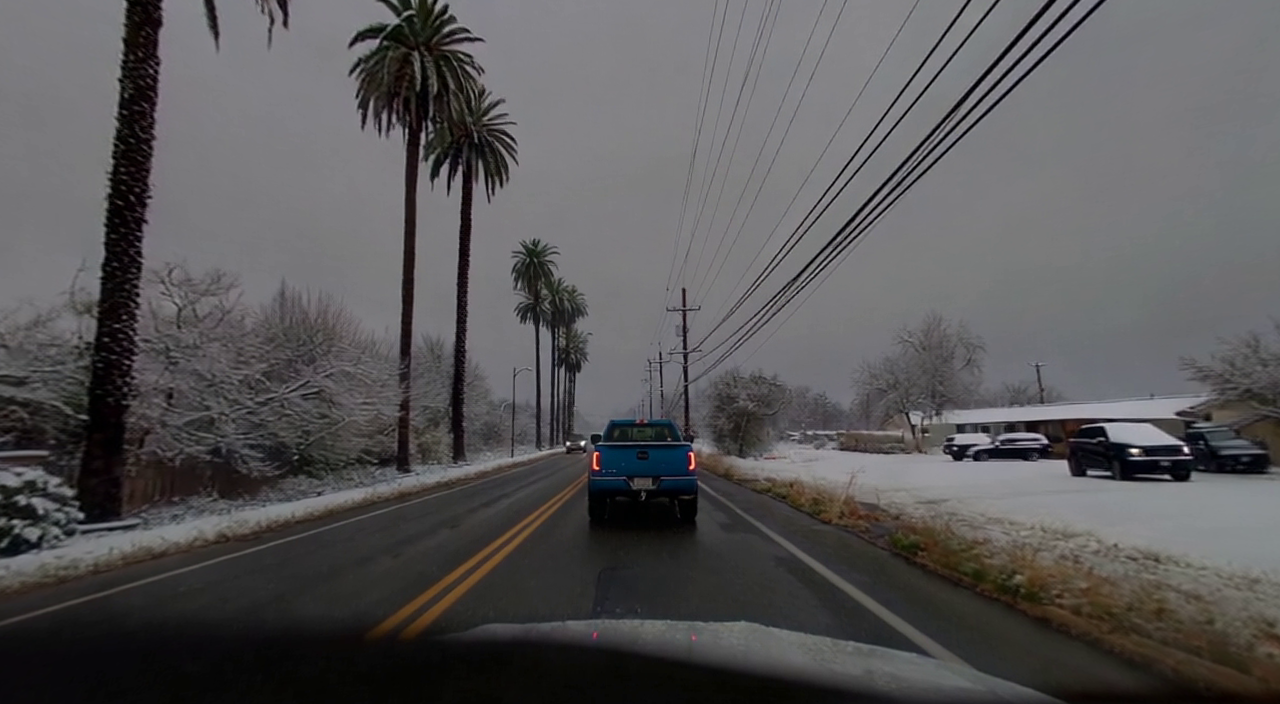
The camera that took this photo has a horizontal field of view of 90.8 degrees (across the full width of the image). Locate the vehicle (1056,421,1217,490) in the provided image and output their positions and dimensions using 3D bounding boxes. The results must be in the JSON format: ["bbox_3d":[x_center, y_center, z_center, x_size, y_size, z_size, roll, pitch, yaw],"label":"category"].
[{"bbox_3d":[16.061,3.379,20.976,2.338,1.917,6.076,-3,-9,20],"label":"vehicle"}]

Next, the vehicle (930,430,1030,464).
[{"bbox_3d":[20.380,5.756,38.337,2.277,1.836,6.267,0,-9,-4],"label":"vehicle"}]

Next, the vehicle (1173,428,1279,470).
[{"bbox_3d":[24.470,3.904,25.444,4.314,1.553,1.948,0,-11,-7],"label":"vehicle"}]

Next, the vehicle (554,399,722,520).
[{"bbox_3d":[-0.040,2.278,13.785,2.848,2.047,5.885,0,-8,0],"label":"vehicle"}]
